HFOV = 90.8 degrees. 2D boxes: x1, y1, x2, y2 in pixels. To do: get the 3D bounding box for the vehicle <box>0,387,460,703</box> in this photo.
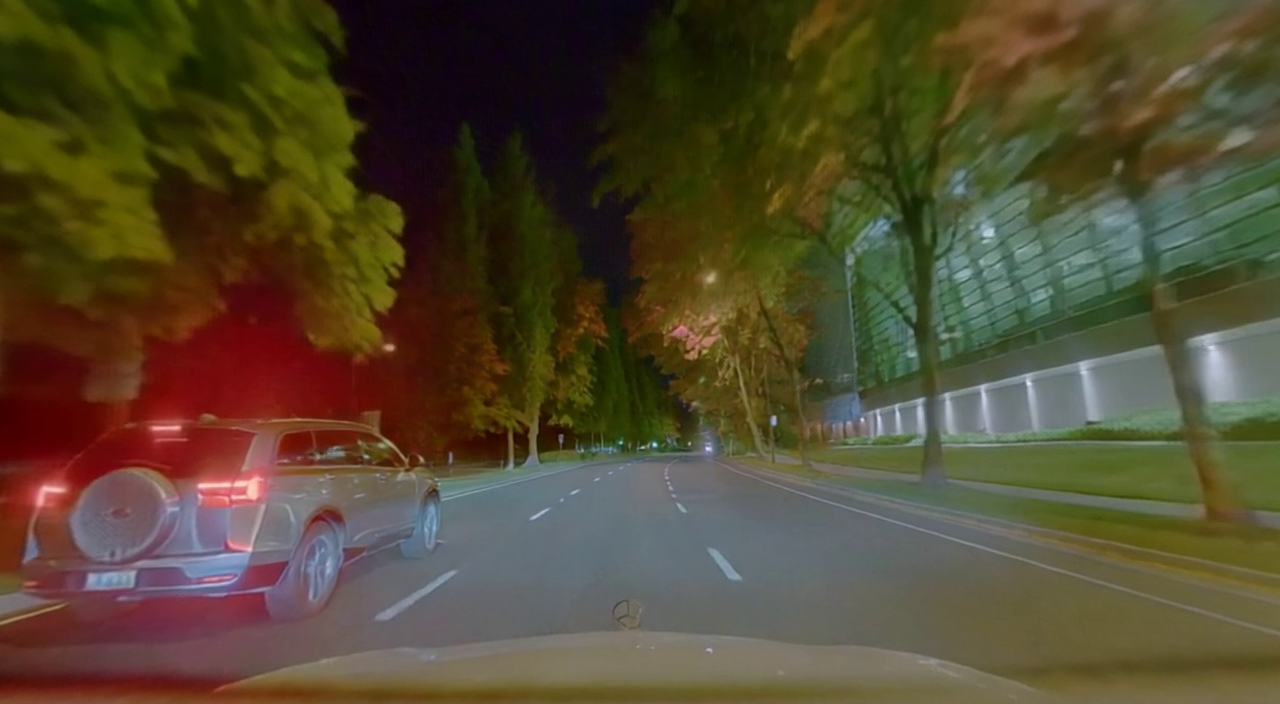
[{"bbox_3d":[-3.367,1.381,5.775,2.067,1.700,4.561,0,-8,0],"label":"vehicle"}]
